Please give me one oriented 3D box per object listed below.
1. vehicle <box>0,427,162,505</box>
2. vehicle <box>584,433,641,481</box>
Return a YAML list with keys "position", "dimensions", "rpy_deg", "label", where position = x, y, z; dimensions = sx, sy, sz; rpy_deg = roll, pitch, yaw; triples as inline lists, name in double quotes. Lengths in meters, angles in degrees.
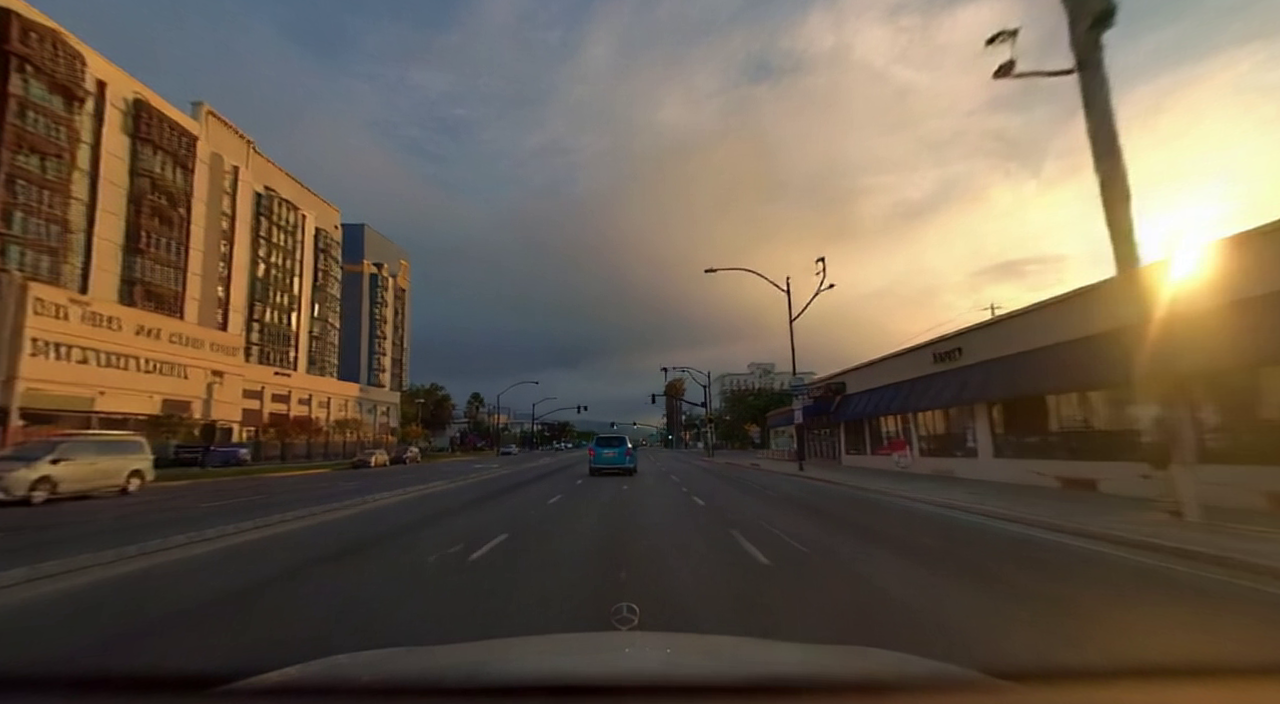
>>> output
- position: [-17.953, 3.494, 19.761]
  dimensions: [2.112, 2.138, 4.888]
  rpy_deg: [0, -8, -2]
  label: "vehicle"
- position: [-1.002, 4.122, 24.987]
  dimensions: [2.080, 1.722, 3.766]
  rpy_deg: [0, -8, 0]
  label: "vehicle"
